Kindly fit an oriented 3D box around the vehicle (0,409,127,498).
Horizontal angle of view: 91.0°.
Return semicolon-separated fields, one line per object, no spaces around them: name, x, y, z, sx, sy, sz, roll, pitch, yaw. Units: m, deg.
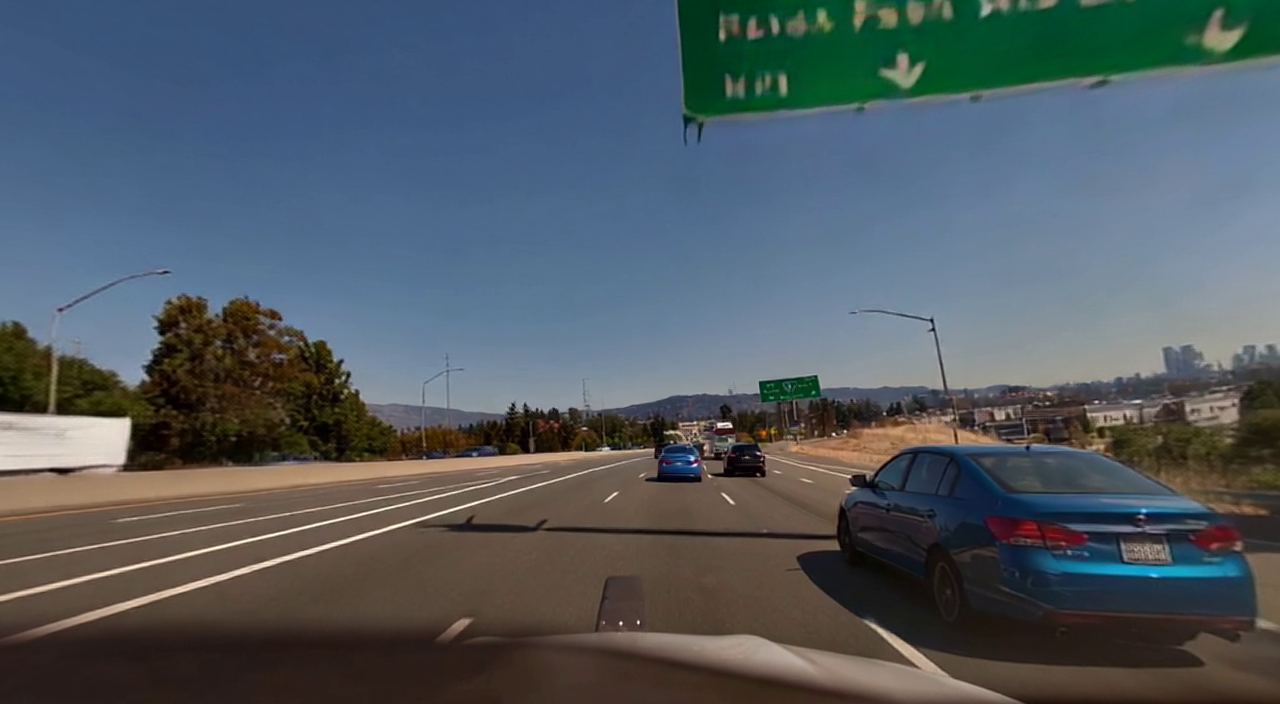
vehicle;-22.913;3.597;22.412;3.098;2.950;6.966;0;-9;2

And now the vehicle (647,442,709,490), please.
vehicle;1.376;4.128;23.092;2.074;1.614;3.803;-1;-9;3

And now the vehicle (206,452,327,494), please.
vehicle;-15.057;4.866;25.720;1.973;1.532;4.450;-1;-9;4

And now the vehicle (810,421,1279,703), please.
vehicle;3.103;1.462;5.602;2.009;1.489;4.559;0;-9;1

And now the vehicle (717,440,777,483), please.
vehicle;4.581;4.770;27.683;2.076;1.684;4.241;0;-9;3
